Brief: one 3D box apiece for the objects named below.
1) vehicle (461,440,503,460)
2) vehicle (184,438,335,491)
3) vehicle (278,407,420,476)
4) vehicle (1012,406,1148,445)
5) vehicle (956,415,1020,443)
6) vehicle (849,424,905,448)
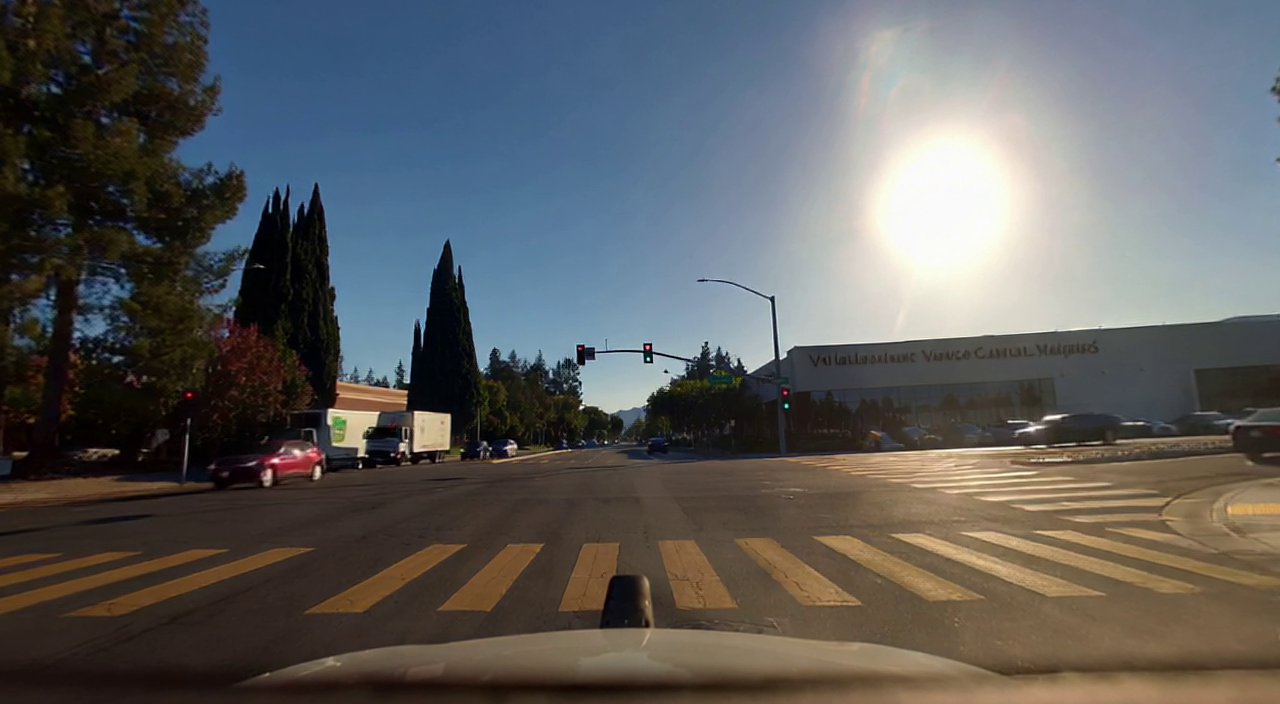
[{"bbox_3d":[-12.136,7.578,48.724,1.996,1.482,4.772,0,-8,1],"label":"vehicle"},{"bbox_3d":[-11.876,3.520,20.140,1.996,1.489,4.566,0,-8,0],"label":"vehicle"},{"bbox_3d":[-16.636,5.333,37.427,3.161,3.455,11.058,0,-8,0],"label":"vehicle"},{"bbox_3d":[19.552,3.325,28.149,4.566,1.670,2.000,0,-8,-2],"label":"vehicle"},{"bbox_3d":[23.207,5.218,42.149,1.930,1.761,3.911,0,-8,-1],"label":"vehicle"},{"bbox_3d":[17.419,6.240,46.507,3.329,1.415,1.821,-6,-9,2],"label":"vehicle"}]
